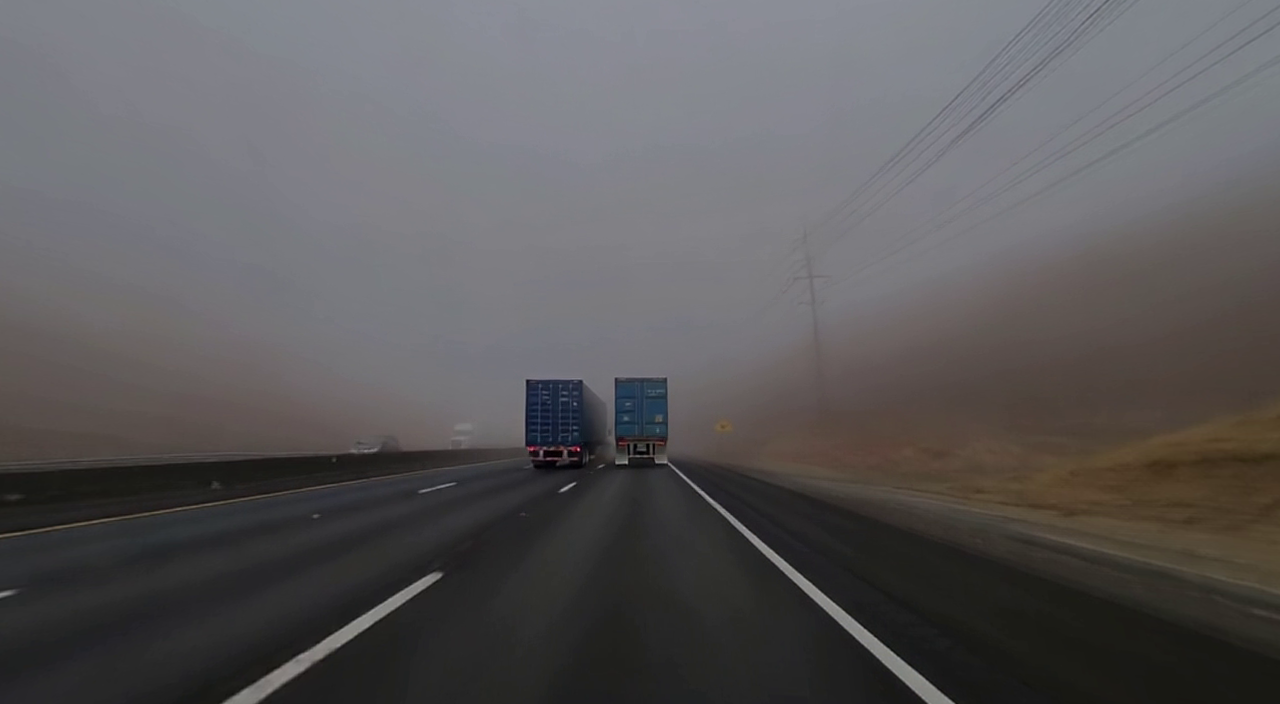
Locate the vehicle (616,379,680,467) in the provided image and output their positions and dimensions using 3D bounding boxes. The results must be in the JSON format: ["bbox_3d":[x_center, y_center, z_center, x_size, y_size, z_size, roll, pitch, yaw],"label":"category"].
[{"bbox_3d":[0.264,4.112,35.332,3.006,4.120,11.586,0,-8,-1],"label":"vehicle"}]

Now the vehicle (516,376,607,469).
[{"bbox_3d":[-3.811,4.070,34.743,3.065,4.105,13.706,0,-8,1],"label":"vehicle"}]

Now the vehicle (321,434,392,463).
[{"bbox_3d":[-17.503,5.968,39.112,2.056,1.688,5.031,0,-8,0],"label":"vehicle"}]
